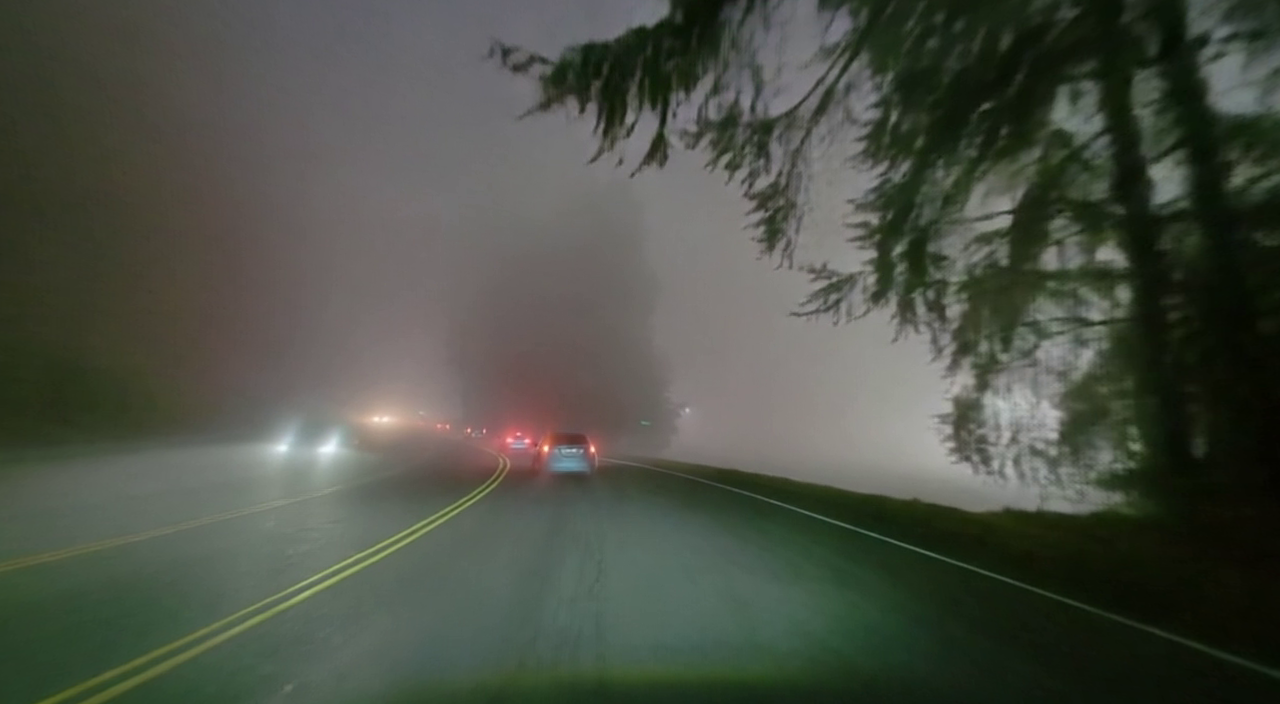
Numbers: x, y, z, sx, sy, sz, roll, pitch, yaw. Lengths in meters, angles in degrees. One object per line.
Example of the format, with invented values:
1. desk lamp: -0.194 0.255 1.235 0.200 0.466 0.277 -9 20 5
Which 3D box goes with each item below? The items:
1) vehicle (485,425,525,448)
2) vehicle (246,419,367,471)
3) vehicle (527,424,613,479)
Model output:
1. vehicle: -9.400 5.893 43.570 2.080 1.530 3.719 3 -9 -22
2. vehicle: -10.729 3.064 20.690 2.126 1.493 4.748 1 -9 -11
3. vehicle: -2.301 3.081 19.617 2.296 1.510 4.068 1 -9 -11
